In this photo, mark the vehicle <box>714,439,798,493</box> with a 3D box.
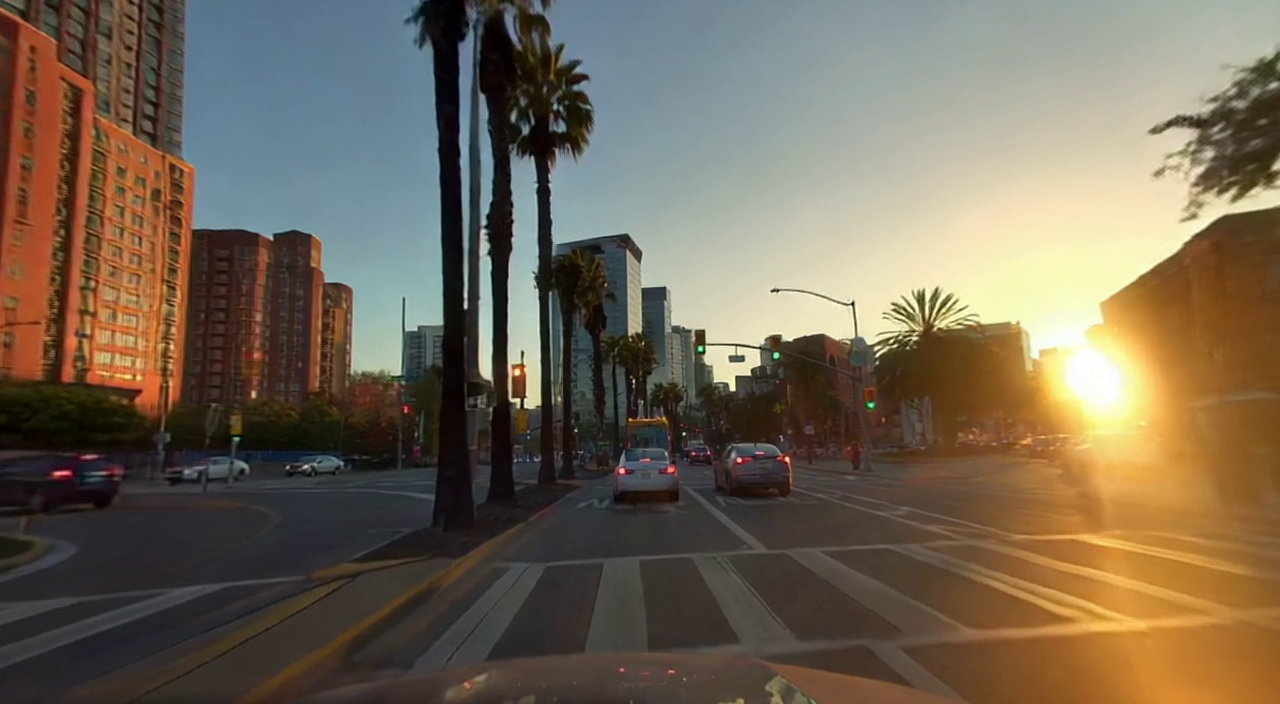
[{"bbox_3d":[3.462,3.474,19.512,1.909,1.500,3.524,0,-9,0],"label":"vehicle"}]

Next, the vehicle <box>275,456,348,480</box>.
[{"bbox_3d":[-22.213,7.867,42.960,1.809,1.472,4.601,-2,-9,13],"label":"vehicle"}]

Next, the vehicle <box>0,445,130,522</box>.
[{"bbox_3d":[-14.155,2.825,13.866,4.435,1.501,1.977,-2,-9,8],"label":"vehicle"}]

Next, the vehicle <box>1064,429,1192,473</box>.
[{"bbox_3d":[20.384,4.169,26.709,1.959,1.674,4.706,-1,-9,6],"label":"vehicle"}]

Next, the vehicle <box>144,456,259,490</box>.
[{"bbox_3d":[-21.675,5.982,31.497,1.844,1.478,4.618,-2,-9,12],"label":"vehicle"}]

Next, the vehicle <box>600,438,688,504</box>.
[{"bbox_3d":[0.128,3.053,16.539,2.048,1.503,3.681,0,-9,1],"label":"vehicle"}]

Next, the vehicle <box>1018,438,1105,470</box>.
[{"bbox_3d":[21.427,5.207,32.354,1.852,1.455,4.673,-2,-9,9],"label":"vehicle"}]
